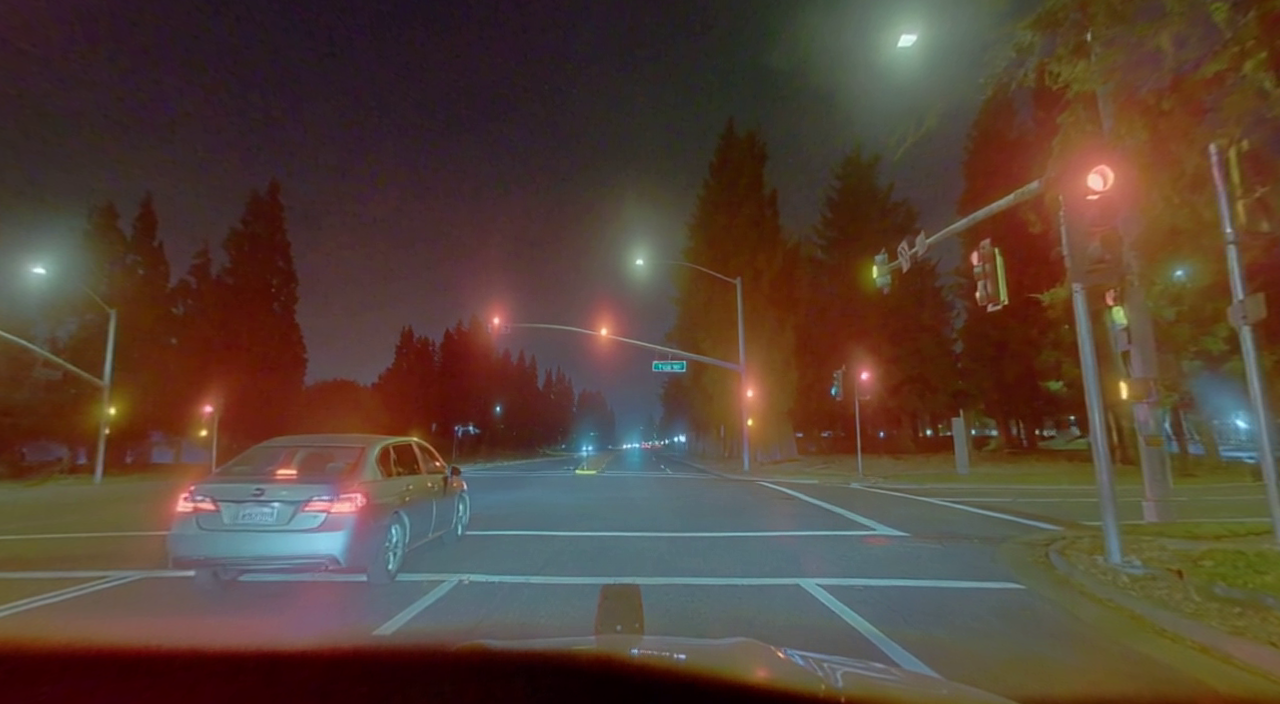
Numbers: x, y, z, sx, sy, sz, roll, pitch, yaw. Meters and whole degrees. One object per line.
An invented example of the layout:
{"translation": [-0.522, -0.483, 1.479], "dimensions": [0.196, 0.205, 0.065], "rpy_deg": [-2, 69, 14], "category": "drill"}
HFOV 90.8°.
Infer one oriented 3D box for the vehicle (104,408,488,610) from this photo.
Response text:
{"translation": [-3.305, 1.595, 7.389], "dimensions": [2.076, 1.599, 4.483], "rpy_deg": [0, -9, -2], "category": "vehicle"}
